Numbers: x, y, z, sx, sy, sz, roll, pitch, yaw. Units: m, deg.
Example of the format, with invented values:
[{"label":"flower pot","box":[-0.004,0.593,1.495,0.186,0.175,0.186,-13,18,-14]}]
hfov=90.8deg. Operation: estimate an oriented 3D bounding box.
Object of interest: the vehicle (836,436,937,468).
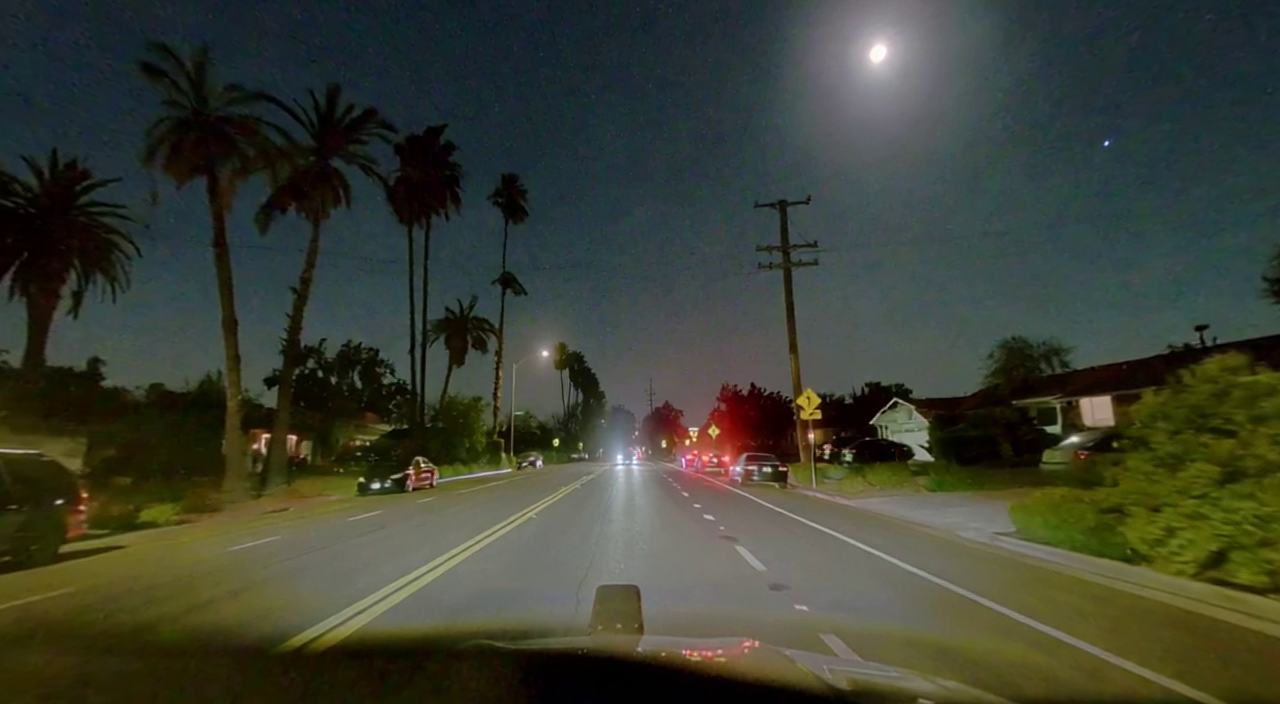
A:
[{"label":"vehicle","box":[12.539,5.100,32.312,4.288,1.539,1.934,0,-9,-2]}]

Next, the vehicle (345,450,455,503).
[{"label":"vehicle","box":[-9.095,4.718,24.560,2.181,1.527,5.441,-2,-7,0]}]

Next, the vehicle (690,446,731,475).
[{"label":"vehicle","box":[4.267,6.676,39.175,2.017,1.646,5.389,0,-9,1]}]

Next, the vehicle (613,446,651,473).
[{"label":"vehicle","box":[-0.473,6.354,37.507,2.098,1.483,4.099,0,-9,-1]}]

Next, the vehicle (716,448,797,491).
[{"label":"vehicle","box":[4.402,4.524,24.782,2.033,1.495,5.175,0,-9,-2]}]

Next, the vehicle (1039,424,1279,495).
[{"label":"vehicle","box":[12.273,2.537,15.062,4.169,1.567,1.852,0,-9,3]}]

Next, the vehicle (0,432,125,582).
[{"label":"vehicle","box":[-8.869,1.912,7.336,2.061,1.783,4.631,-2,-6,-3]}]
